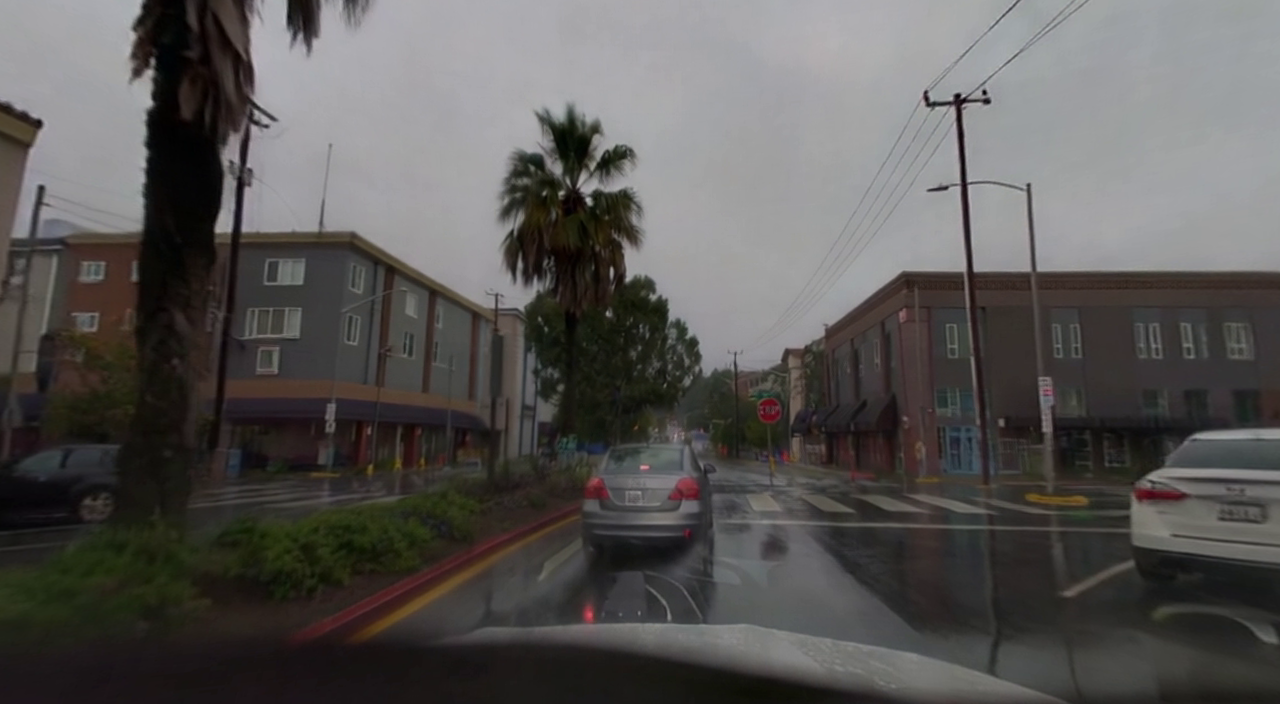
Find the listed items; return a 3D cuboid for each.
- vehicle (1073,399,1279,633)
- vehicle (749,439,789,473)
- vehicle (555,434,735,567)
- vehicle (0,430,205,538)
[{"bbox_3d":[6.101,1.431,6.285,4.623,1.650,1.937,8,-12,-44],"label":"vehicle"},{"bbox_3d":[9.466,7.586,46.394,2.467,2.369,1.577,4,-9,-37],"label":"vehicle"},{"bbox_3d":[0.172,1.980,9.183,2.031,1.479,3.969,-1,-9,4],"label":"vehicle"},{"bbox_3d":[-10.797,2.344,11.550,2.089,1.731,4.223,-9,-12,44],"label":"vehicle"}]
